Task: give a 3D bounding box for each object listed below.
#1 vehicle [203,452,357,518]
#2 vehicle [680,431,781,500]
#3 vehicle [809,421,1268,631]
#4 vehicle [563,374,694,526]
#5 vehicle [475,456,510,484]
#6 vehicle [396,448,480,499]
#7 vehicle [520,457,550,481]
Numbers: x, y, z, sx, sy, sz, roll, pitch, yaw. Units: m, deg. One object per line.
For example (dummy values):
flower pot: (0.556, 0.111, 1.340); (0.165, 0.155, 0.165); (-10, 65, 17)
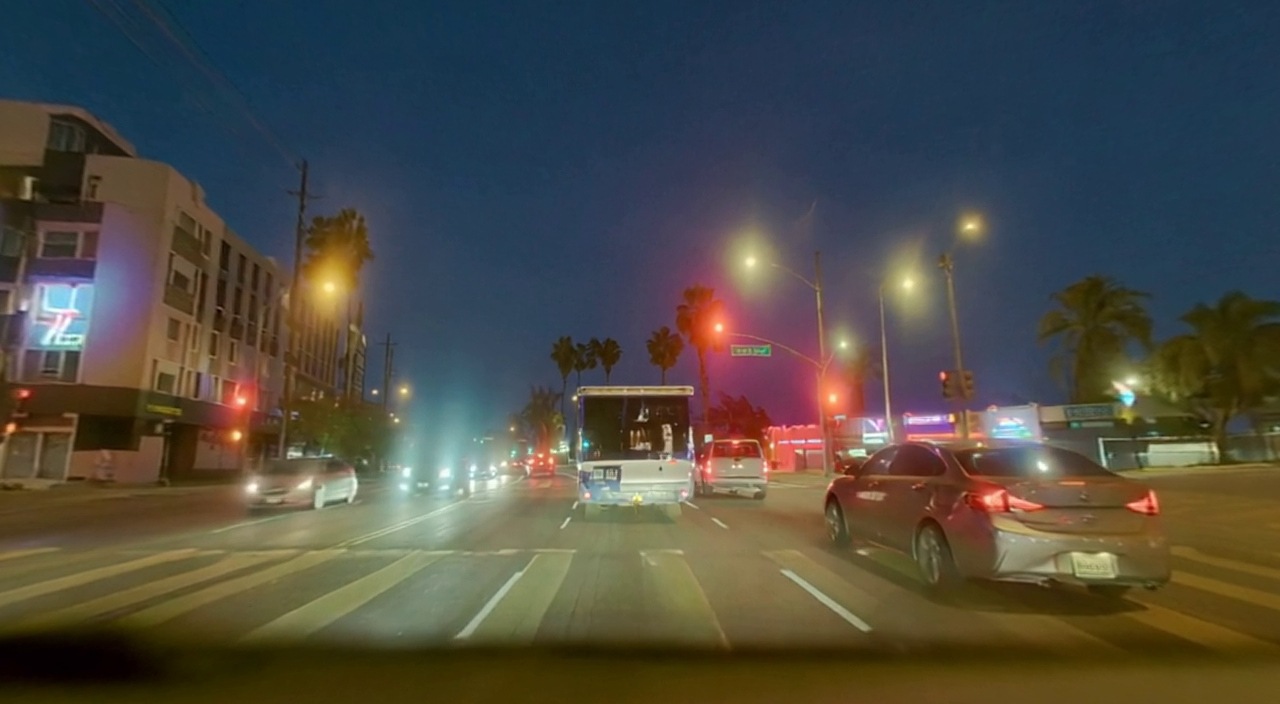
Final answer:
vehicle: (-9.750, 3.584, 17.454); (1.983, 1.543, 4.188); (0, -8, -4)
vehicle: (2.775, 3.660, 20.826); (2.157, 1.944, 5.423); (1, -8, -5)
vehicle: (3.543, 1.607, 6.952); (1.978, 1.507, 4.636); (0, -8, -1)
vehicle: (-0.485, 2.338, 15.352); (2.517, 2.926, 6.177); (1, -8, -5)
vehicle: (-9.281, 7.436, 39.798); (1.801, 1.524, 3.974); (1, -8, -9)
vehicle: (-6.834, 4.112, 21.694); (1.810, 1.546, 3.981); (0, -8, -4)
vehicle: (-7.747, 8.546, 46.138); (2.033, 1.555, 4.408); (1, -9, -10)
